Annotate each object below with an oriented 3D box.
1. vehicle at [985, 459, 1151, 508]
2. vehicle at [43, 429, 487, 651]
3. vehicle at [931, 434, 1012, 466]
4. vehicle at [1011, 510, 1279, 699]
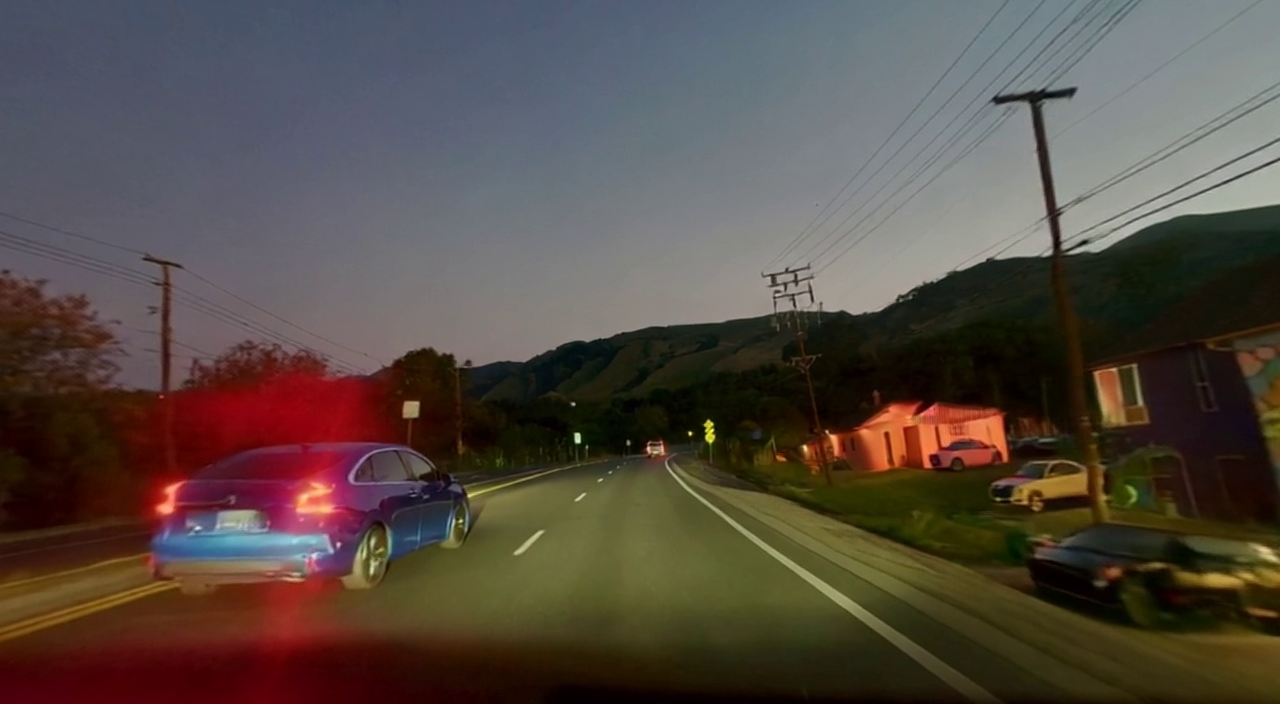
[{"bbox_3d":[16.829,5.174,25.069,4.995,1.794,2.020,-1,-8,4],"label":"vehicle"},{"bbox_3d":[-3.074,1.592,6.458,1.972,1.496,4.150,0,-8,0],"label":"vehicle"},{"bbox_3d":[24.065,7.092,45.820,5.478,1.869,2.206,1,-11,-27],"label":"vehicle"},{"bbox_3d":[7.295,3.190,8.735,1.976,1.563,3.852,0,-8,0],"label":"vehicle"}]
